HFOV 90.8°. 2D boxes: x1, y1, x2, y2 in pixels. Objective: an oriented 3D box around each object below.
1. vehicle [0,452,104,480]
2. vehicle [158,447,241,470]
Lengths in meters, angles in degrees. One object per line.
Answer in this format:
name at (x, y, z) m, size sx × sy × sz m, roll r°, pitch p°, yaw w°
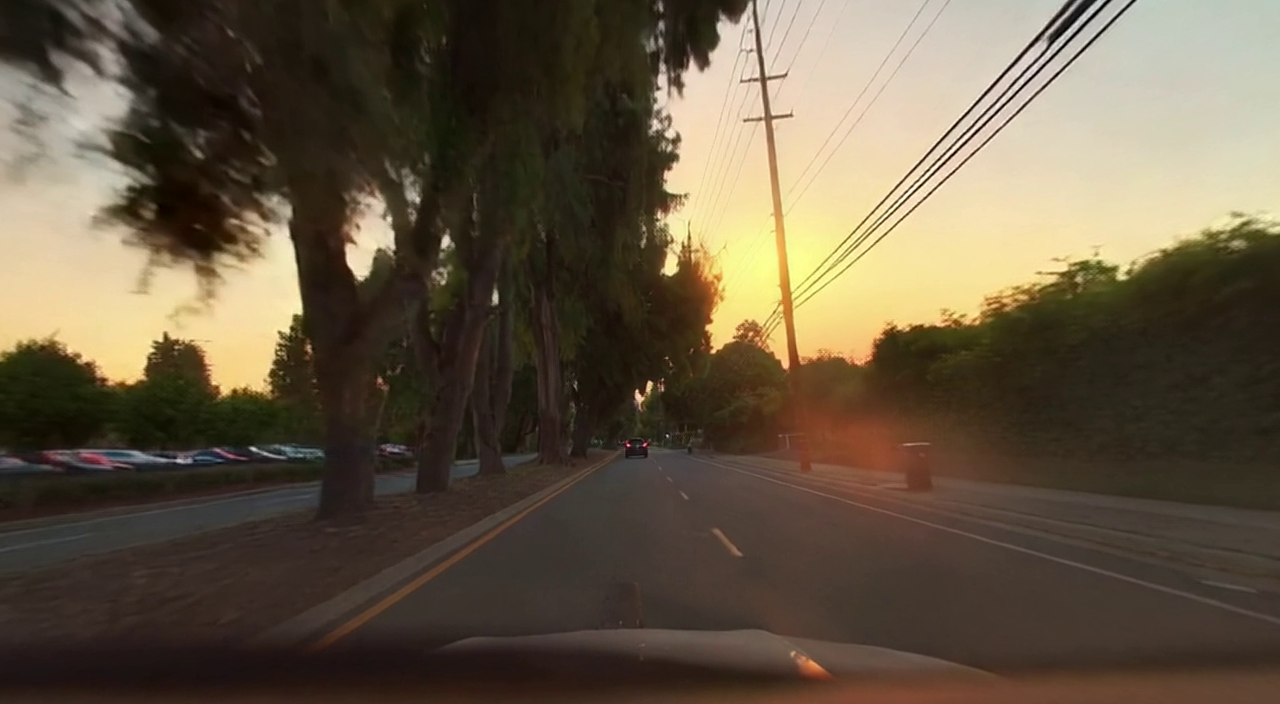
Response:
vehicle at (-33.718, 6.481, 35.919) m, size 4.557 × 1.493 × 2.049 m, roll 0°, pitch -8°, yaw 0°
vehicle at (-34.040, 8.208, 48.916) m, size 4.662 × 1.660 × 2.312 m, roll 0°, pitch -8°, yaw -2°
